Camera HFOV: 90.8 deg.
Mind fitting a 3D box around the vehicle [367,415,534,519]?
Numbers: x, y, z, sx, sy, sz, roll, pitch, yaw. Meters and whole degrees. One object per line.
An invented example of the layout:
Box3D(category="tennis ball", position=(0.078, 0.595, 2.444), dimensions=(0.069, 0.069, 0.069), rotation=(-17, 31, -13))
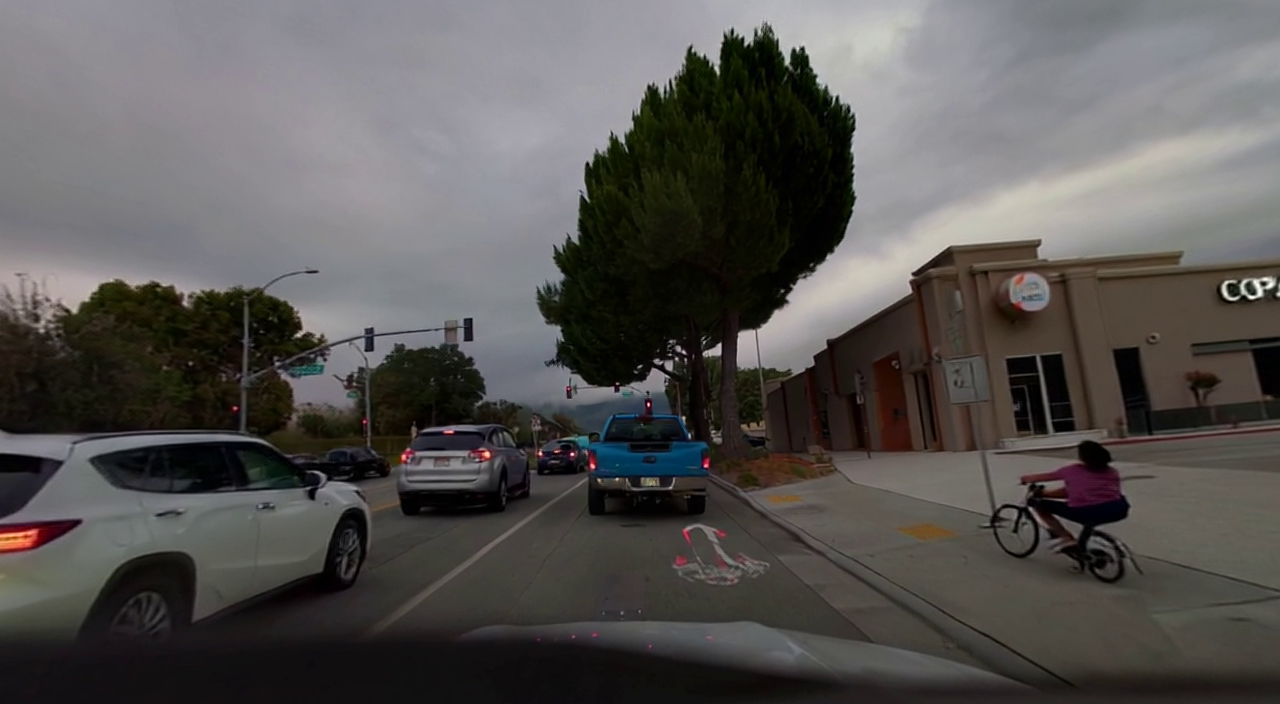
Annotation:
Box3D(category="vehicle", position=(-3.607, 2.297, 13.030), dimensions=(2.046, 1.750, 4.452), rotation=(0, -9, 0))

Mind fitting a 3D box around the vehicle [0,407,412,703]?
Box3D(category="vehicle", position=(-3.586, 1.298, 4.860), dimensions=(2.064, 1.486, 4.140), rotation=(0, -9, 1))

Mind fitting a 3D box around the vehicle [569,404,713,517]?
Box3D(category="vehicle", position=(-0.025, 2.207, 13.232), dimensions=(2.426, 1.882, 5.027), rotation=(0, -9, -1))
